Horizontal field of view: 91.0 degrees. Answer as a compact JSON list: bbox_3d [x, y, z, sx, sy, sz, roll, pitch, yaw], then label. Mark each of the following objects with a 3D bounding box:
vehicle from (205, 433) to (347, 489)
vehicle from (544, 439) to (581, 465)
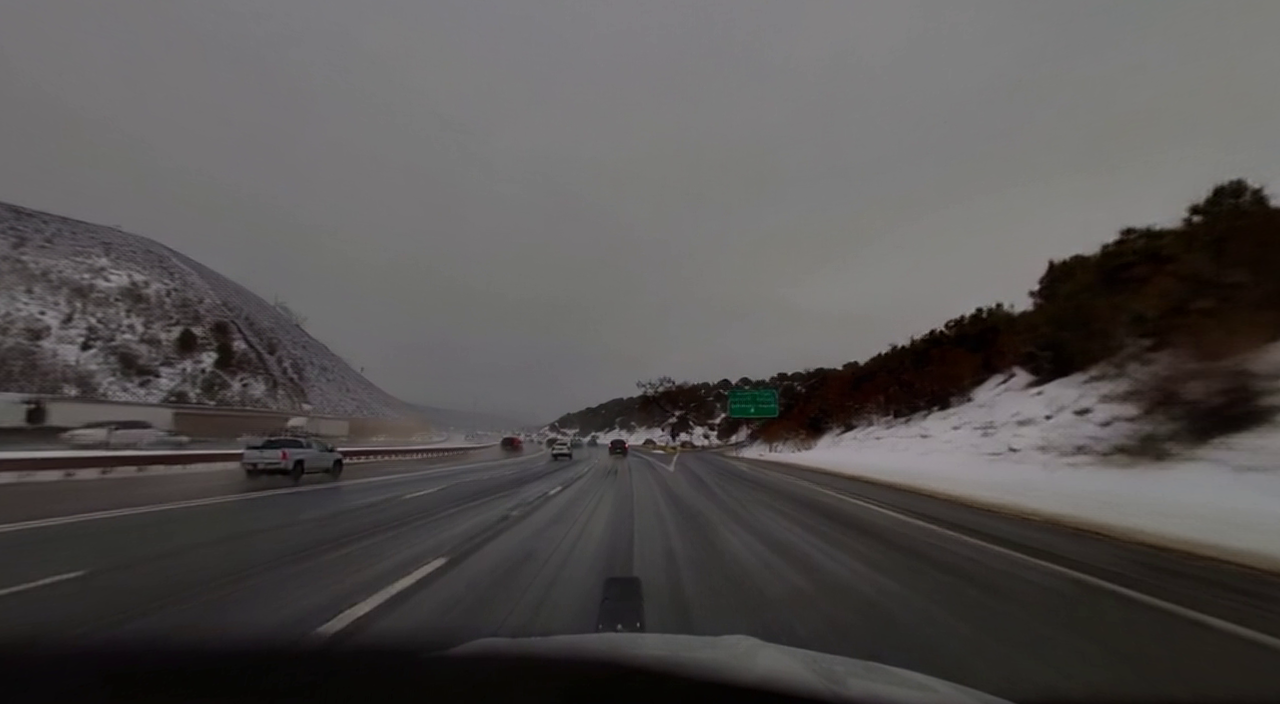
[{"bbox_3d":[-11.783,3.550,20.819,2.047,1.645,4.451,0,-8,-1],"label":"vehicle"},{"bbox_3d":[-5.142,6.691,42.210,2.060,1.631,4.214,0,-9,-1],"label":"vehicle"}]
